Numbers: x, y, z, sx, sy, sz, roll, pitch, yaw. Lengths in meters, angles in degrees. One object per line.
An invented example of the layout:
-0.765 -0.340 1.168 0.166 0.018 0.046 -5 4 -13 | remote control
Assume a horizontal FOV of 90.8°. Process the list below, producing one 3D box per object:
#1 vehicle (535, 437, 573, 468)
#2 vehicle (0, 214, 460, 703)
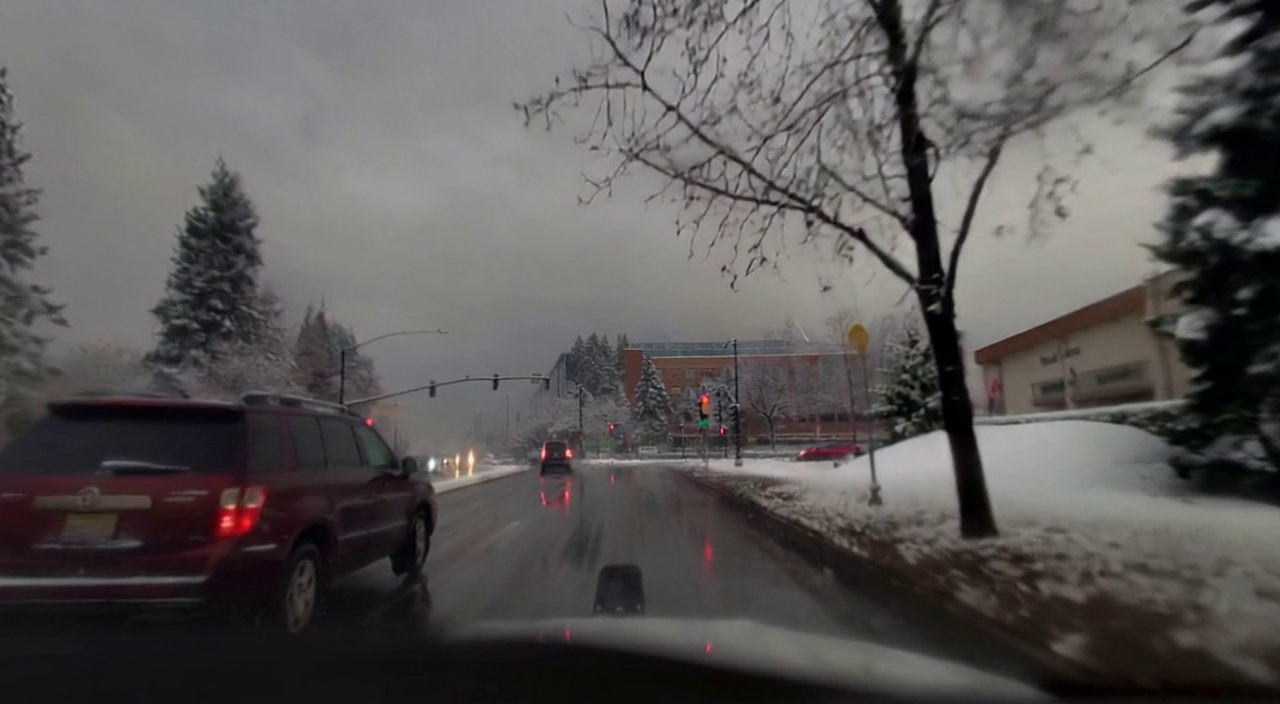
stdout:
-5.278 6.205 39.239 2.134 1.799 5.082 1 -9 -6 | vehicle
-3.317 0.848 4.239 2.509 1.885 5.831 0 -9 0 | vehicle
